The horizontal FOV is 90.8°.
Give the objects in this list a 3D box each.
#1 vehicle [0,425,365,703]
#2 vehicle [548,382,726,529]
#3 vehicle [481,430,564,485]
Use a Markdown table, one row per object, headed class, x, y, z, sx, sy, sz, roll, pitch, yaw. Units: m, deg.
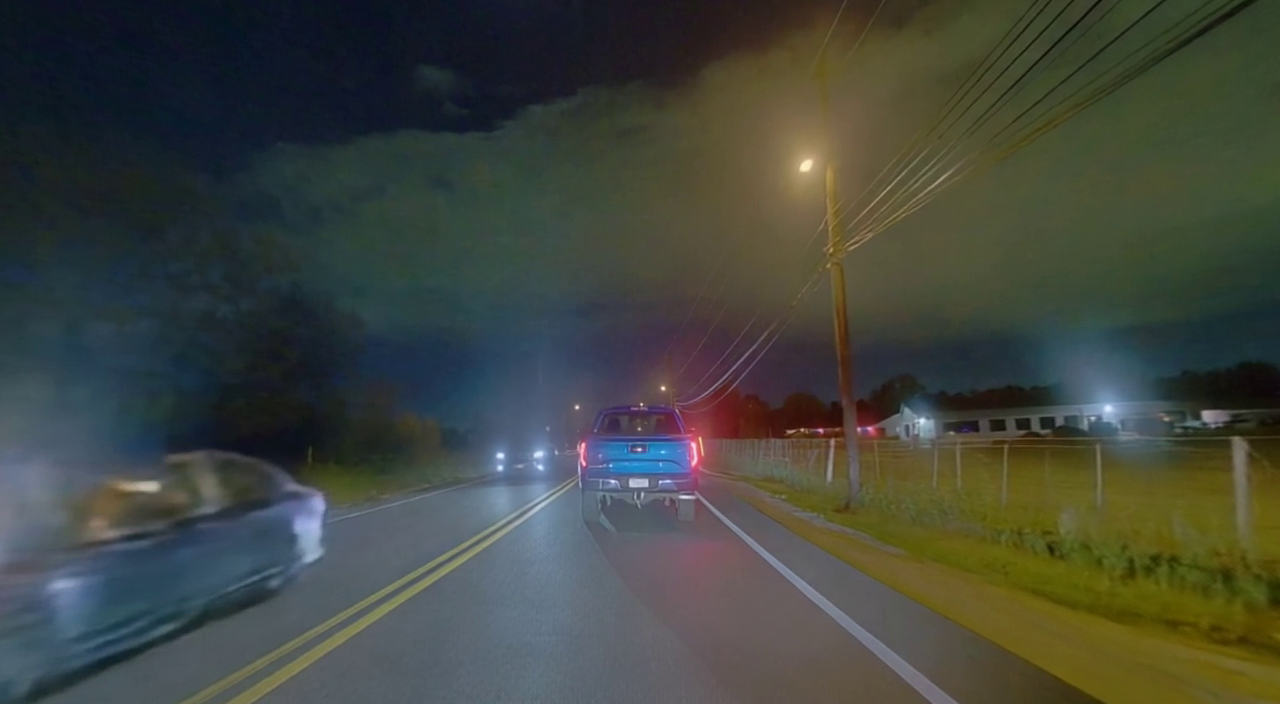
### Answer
| class | x | y | z | sx | sy | sz | roll | pitch | yaw |
| --- | --- | --- | --- | --- | --- | --- | --- | --- | --- |
| vehicle | -4.071 | 1.361 | 4.844 | 1.974 | 1.455 | 4.289 | 0 | -8 | 0 |
| vehicle | -0.091 | 2.012 | 12.651 | 2.693 | 2.223 | 5.885 | 0 | -8 | -1 |
| vehicle | -4.220 | 3.876 | 23.511 | 2.193 | 1.805 | 4.657 | 0 | -8 | 0 |
